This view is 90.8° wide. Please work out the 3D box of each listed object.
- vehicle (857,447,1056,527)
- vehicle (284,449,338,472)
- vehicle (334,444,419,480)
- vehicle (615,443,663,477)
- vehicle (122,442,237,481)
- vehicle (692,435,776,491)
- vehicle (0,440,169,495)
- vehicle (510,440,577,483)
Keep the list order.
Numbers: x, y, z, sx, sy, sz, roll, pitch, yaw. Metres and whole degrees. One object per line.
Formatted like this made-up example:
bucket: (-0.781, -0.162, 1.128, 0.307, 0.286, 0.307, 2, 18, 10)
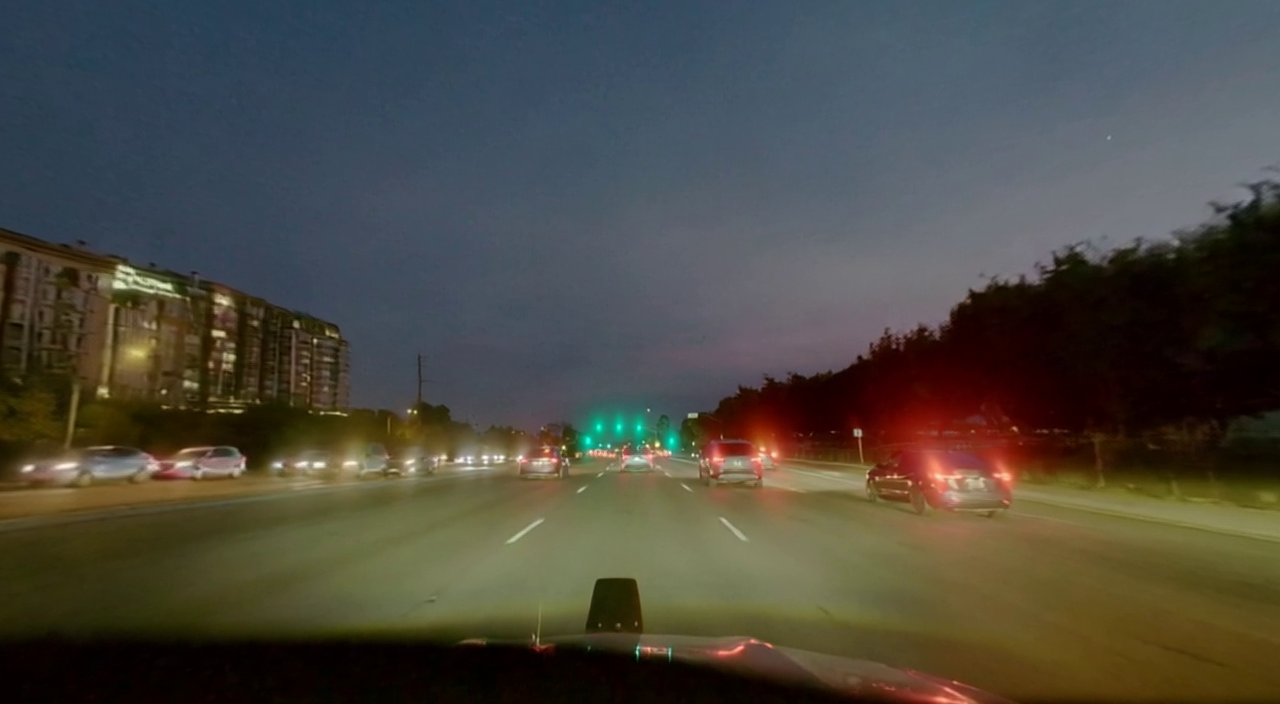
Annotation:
vehicle: (6.523, 2.782, 13.700, 1.945, 1.408, 4.288, 0, -8, -2)
vehicle: (-22.627, 7.442, 43.574, 1.766, 1.491, 3.678, 0, -8, 0)
vehicle: (-12.508, 5.218, 30.397, 2.043, 1.571, 4.946, 0, -8, -1)
vehicle: (-0.107, 5.172, 30.515, 2.155, 1.486, 4.403, 0, -8, -1)
vehicle: (-22.489, 5.334, 31.136, 2.005, 1.761, 4.824, 0, -8, 0)
vehicle: (3.127, 3.803, 22.050, 2.161, 1.716, 4.194, 0, -8, -2)
vehicle: (-19.009, 3.883, 21.703, 2.186, 1.676, 4.444, 0, -8, -1)
vehicle: (-3.985, 4.579, 26.817, 2.172, 1.671, 4.175, 0, -8, 0)
